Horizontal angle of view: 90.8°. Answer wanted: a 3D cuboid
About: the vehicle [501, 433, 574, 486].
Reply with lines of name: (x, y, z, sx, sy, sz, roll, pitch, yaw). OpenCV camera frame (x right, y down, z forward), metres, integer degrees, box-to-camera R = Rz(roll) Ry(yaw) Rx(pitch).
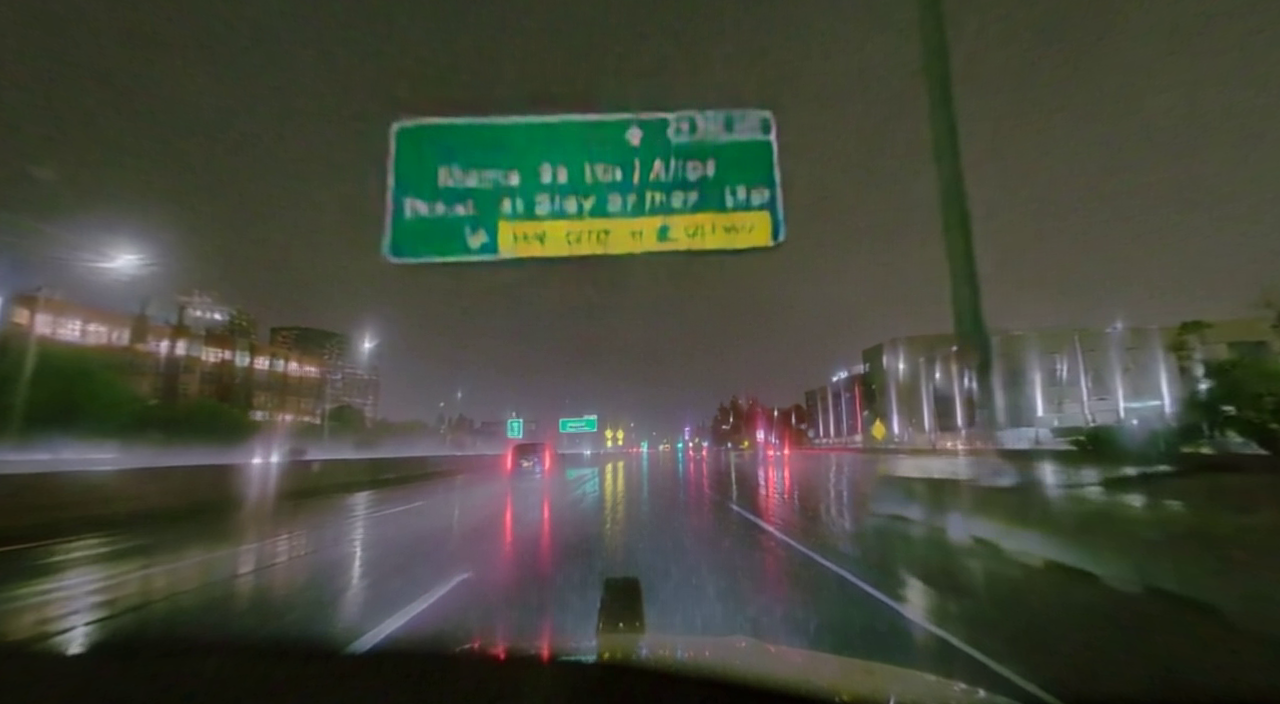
vehicle: (-3.719, 4.000, 23.752, 2.047, 1.786, 4.217, 0, -9, 0)
